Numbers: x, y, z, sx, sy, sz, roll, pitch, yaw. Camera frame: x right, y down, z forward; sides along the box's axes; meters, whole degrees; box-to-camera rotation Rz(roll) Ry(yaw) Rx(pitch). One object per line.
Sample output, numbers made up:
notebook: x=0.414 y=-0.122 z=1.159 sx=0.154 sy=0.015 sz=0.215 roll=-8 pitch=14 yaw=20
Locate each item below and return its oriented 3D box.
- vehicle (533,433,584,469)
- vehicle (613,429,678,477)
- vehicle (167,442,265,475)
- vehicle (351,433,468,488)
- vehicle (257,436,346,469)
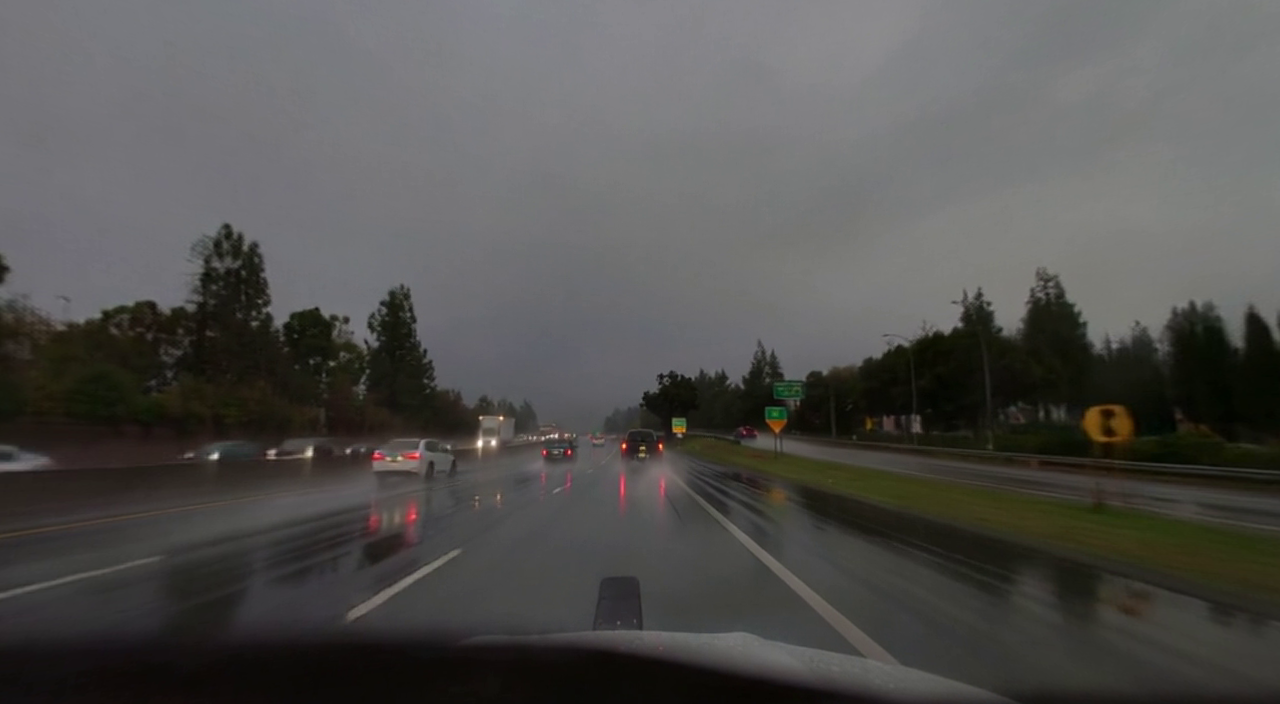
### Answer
vehicle: x=-4.168 y=5.146 z=33.044 sx=2.044 sy=1.717 sz=4.421 roll=0 pitch=-8 yaw=0
vehicle: x=0.185 y=4.005 z=25.244 sx=2.378 sy=1.750 sz=4.355 roll=0 pitch=-8 yaw=-1
vehicle: x=-21.720 y=5.461 z=32.637 sx=1.958 sy=1.592 sz=4.509 roll=0 pitch=-8 yaw=-1
vehicle: x=-7.589 y=3.620 z=21.397 sx=2.195 sy=1.652 sz=4.733 roll=0 pitch=-8 yaw=0
vehicle: x=-17.325 y=5.178 z=32.664 sx=2.019 sy=1.594 sz=4.622 roll=0 pitch=-8 yaw=1
